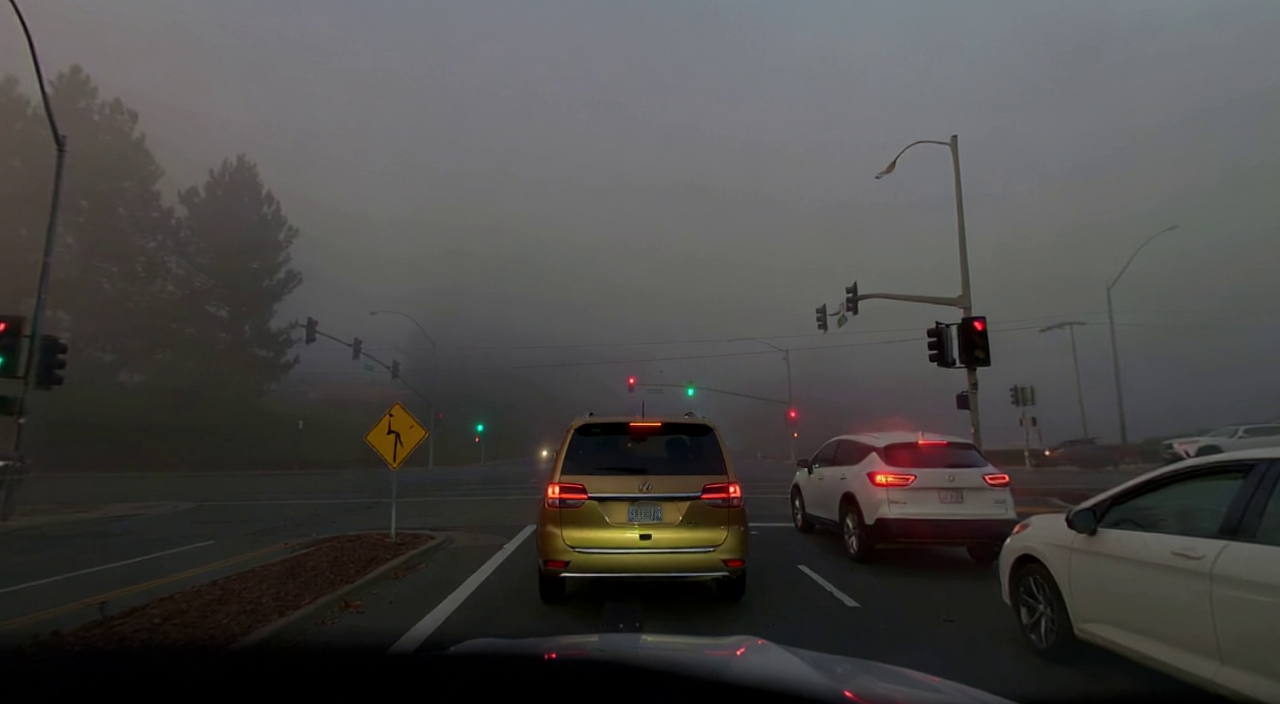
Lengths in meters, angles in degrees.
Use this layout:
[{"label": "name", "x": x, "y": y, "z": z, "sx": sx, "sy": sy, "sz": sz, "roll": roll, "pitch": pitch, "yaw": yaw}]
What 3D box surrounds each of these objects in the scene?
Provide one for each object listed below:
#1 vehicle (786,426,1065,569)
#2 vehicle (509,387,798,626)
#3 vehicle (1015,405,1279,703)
[{"label": "vehicle", "x": 3.524, "y": 1.859, "z": 8.863, "sx": 1.861, "sy": 1.495, "sz": 4.215, "roll": 0, "pitch": -8, "yaw": -1}, {"label": "vehicle", "x": 0.103, "y": 1.493, "z": 7.067, "sx": 2.170, "sy": 1.793, "sz": 4.468, "roll": 0, "pitch": -8, "yaw": 0}, {"label": "vehicle", "x": 3.161, "y": 0.814, "z": 1.433, "sx": 1.924, "sy": 1.466, "sz": 4.461, "roll": 0, "pitch": -8, "yaw": 1}]
